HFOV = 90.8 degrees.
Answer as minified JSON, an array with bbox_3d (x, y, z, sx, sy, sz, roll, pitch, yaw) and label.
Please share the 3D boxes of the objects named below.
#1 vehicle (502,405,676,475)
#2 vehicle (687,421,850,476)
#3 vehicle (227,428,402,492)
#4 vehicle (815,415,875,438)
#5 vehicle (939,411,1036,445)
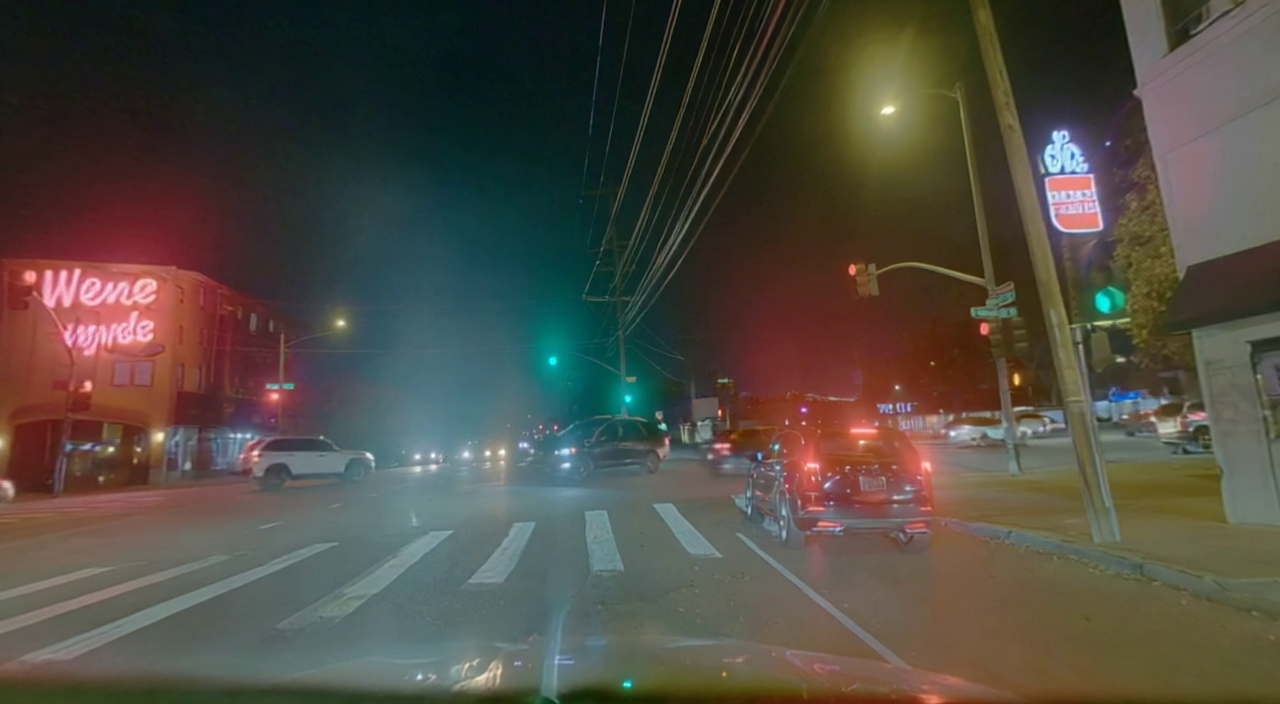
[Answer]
[{"bbox_3d":[-1.486,2.909,20.806,2.374,1.985,5.588,-8,-11,41],"label":"vehicle"},{"bbox_3d":[3.933,2.913,19.264,4.707,1.487,1.907,4,-10,-29],"label":"vehicle"},{"bbox_3d":[-10.077,3.324,19.824,2.105,1.761,4.292,-8,-11,40],"label":"vehicle"},{"bbox_3d":[16.031,5.838,49.420,4.589,1.730,1.801,4,-9,-31],"label":"vehicle"},{"bbox_3d":[16.268,3.597,29.532,4.433,1.453,1.804,5,-10,-30],"label":"vehicle"}]
